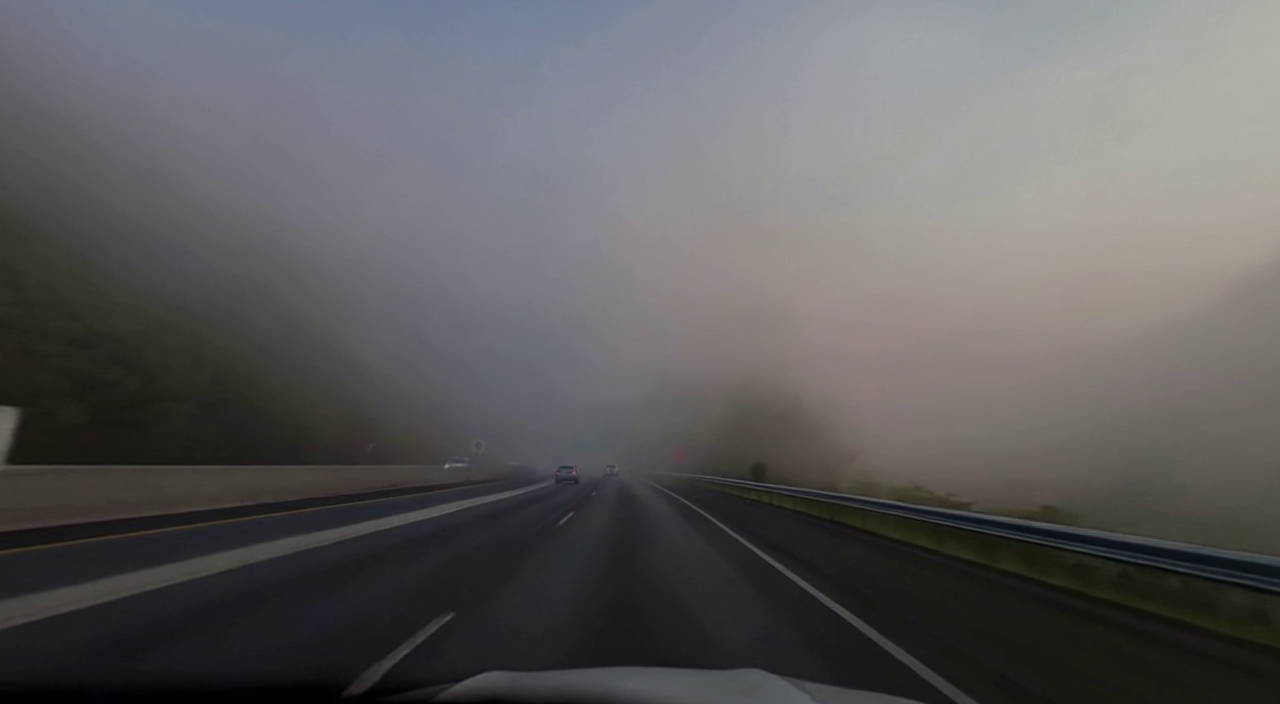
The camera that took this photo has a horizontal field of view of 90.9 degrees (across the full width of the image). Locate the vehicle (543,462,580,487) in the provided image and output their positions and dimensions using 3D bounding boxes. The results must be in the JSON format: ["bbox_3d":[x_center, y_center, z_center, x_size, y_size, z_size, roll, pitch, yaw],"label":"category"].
[{"bbox_3d":[-5.384,8.489,43.748,2.115,1.546,4.638,1,-10,-3],"label":"vehicle"}]
